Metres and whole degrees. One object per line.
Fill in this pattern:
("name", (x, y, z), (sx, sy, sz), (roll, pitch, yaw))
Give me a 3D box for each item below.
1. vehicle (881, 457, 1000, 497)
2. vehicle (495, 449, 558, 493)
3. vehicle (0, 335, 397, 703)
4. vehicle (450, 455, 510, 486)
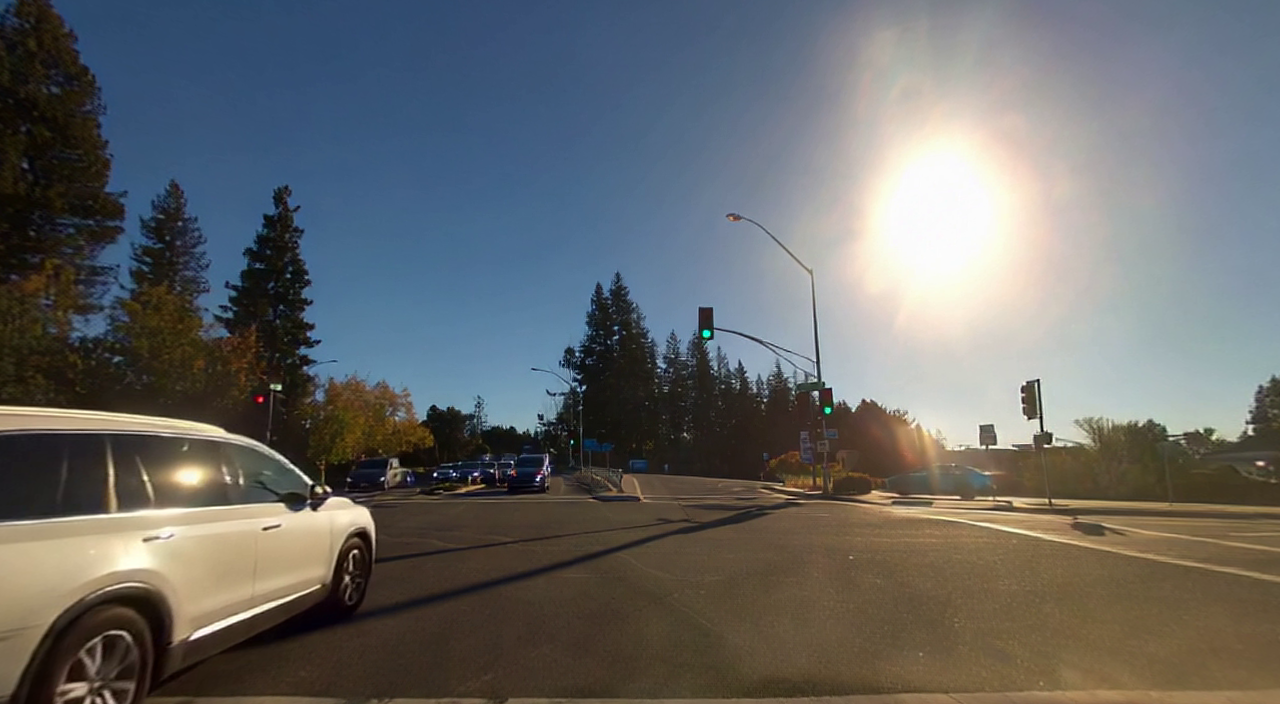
("vehicle", (13.768, 5.666, 28.973), (4.571, 1.621, 2.113), (-6, -10, 35))
("vehicle", (-4.415, 4.464, 24.044), (2.107, 1.456, 4.728), (2, -9, -12))
("vehicle", (-3.538, 1.035, 3.810), (2.242, 1.761, 4.505), (0, -8, 1))
("vehicle", (-8.050, 5.975, 32.068), (1.960, 1.433, 4.213), (0, -8, 0))
